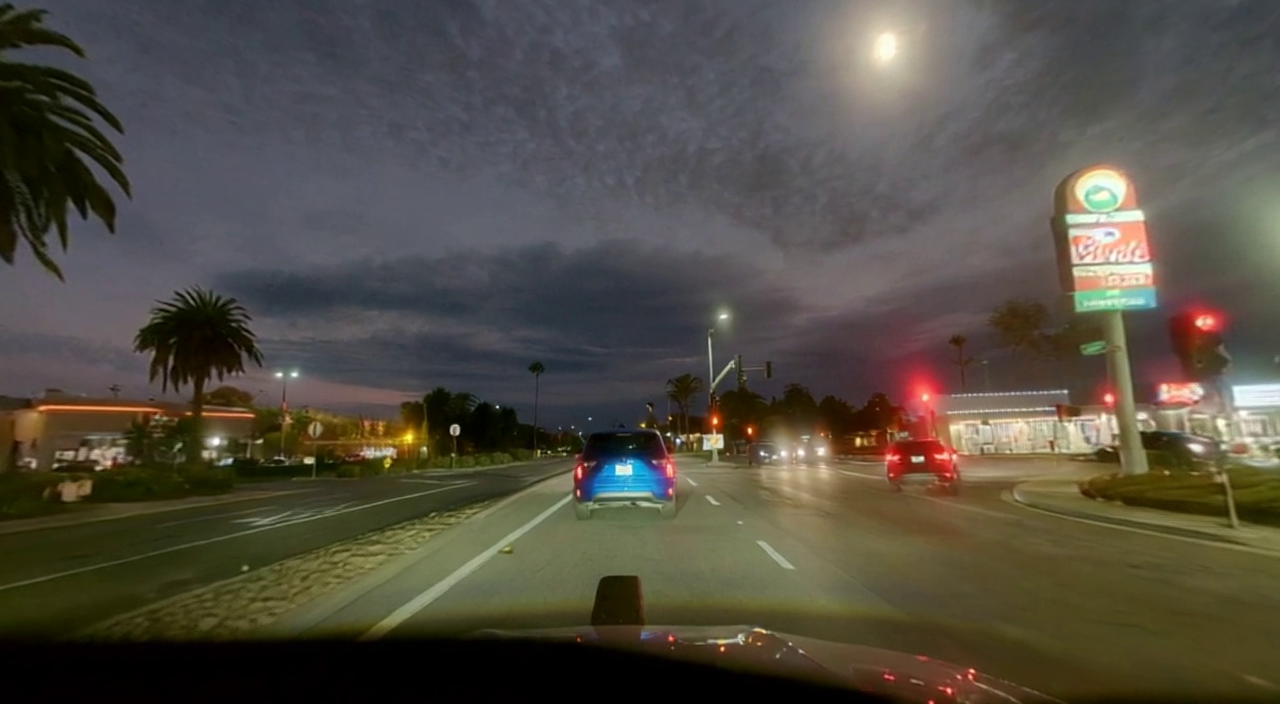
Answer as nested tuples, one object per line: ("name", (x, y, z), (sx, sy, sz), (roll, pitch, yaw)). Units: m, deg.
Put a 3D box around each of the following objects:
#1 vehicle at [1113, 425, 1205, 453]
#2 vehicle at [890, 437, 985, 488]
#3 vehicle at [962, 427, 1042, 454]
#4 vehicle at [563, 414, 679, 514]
("vehicle", (32.305, 5.444, 39.485), (4.167, 1.655, 1.841), (-5, -10, 32))
("vehicle", (10.592, 3.831, 22.316), (2.086, 1.560, 4.542), (-6, -10, 36))
("vehicle", (25.294, 6.190, 44.205), (4.641, 1.778, 1.958), (-6, -10, 33))
("vehicle", (-0.312, 2.545, 14.812), (2.263, 1.932, 4.709), (0, -8, 2))
